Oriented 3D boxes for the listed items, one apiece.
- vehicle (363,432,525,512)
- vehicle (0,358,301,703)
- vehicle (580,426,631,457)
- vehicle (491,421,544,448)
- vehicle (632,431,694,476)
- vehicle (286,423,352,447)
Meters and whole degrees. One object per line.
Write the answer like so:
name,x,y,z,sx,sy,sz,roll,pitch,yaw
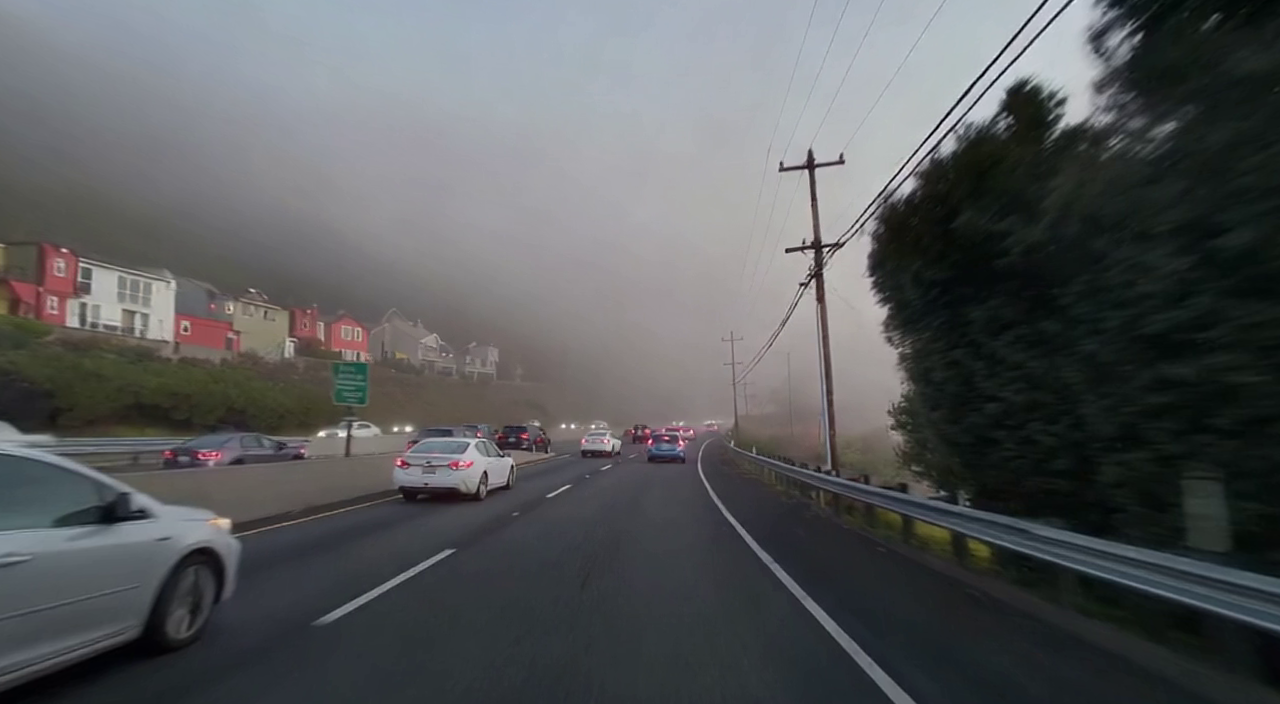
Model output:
vehicle,-4.153,2.617,14.342,1.956,1.478,4.789,-1,-8,2
vehicle,-4.142,0.975,3.427,2.079,1.763,4.295,0,-8,2
vehicle,-1.937,5.223,36.676,2.121,1.639,4.383,-1,-8,8
vehicle,-8.571,5.878,44.605,2.080,1.833,4.461,-2,-9,12
vehicle,0.893,3.726,23.237,2.109,1.495,3.935,-1,-8,4
vehicle,-21.940,5.735,43.310,1.842,1.568,4.109,-2,-8,11
